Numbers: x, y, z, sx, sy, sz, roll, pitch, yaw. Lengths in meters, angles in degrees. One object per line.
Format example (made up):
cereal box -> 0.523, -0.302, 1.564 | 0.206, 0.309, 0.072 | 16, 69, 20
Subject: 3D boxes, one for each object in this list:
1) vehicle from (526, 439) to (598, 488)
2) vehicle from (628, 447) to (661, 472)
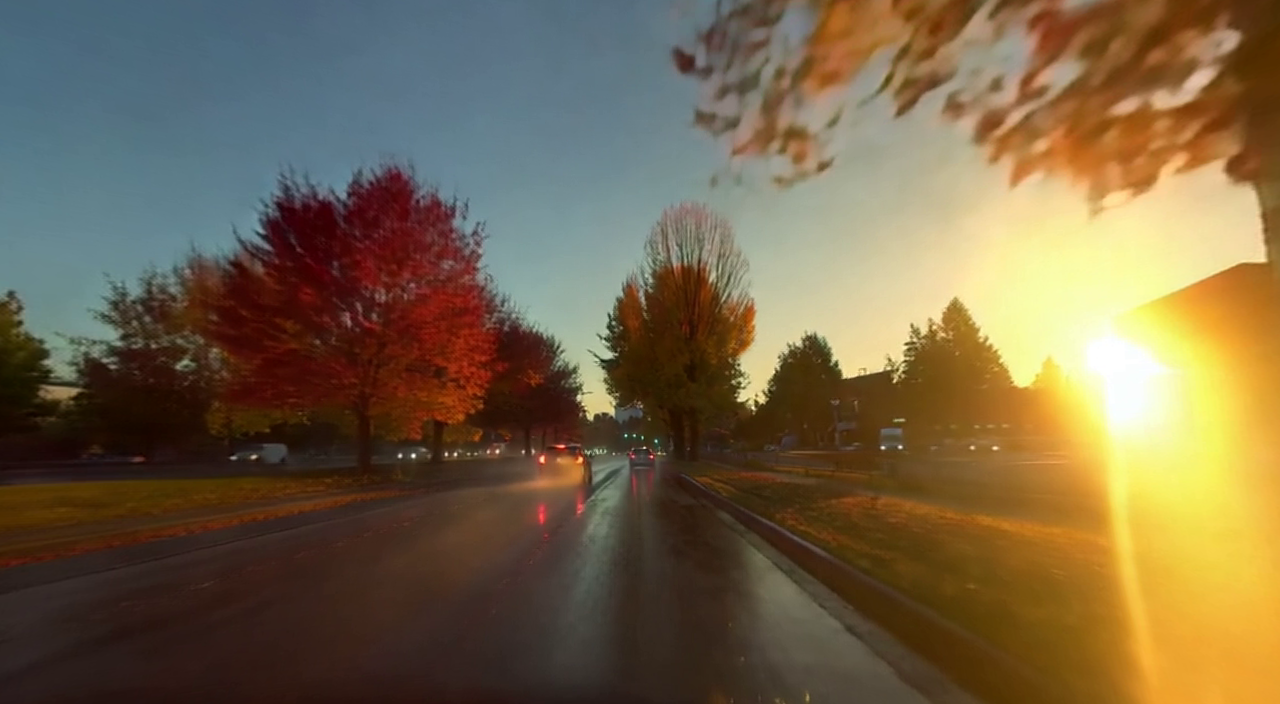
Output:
vehicle -> -2.946, 4.304, 24.682 | 2.197, 1.709, 4.069 | 0, -8, 2
vehicle -> 0.256, 6.814, 40.153 | 2.040, 1.493, 3.682 | 1, -8, -1
